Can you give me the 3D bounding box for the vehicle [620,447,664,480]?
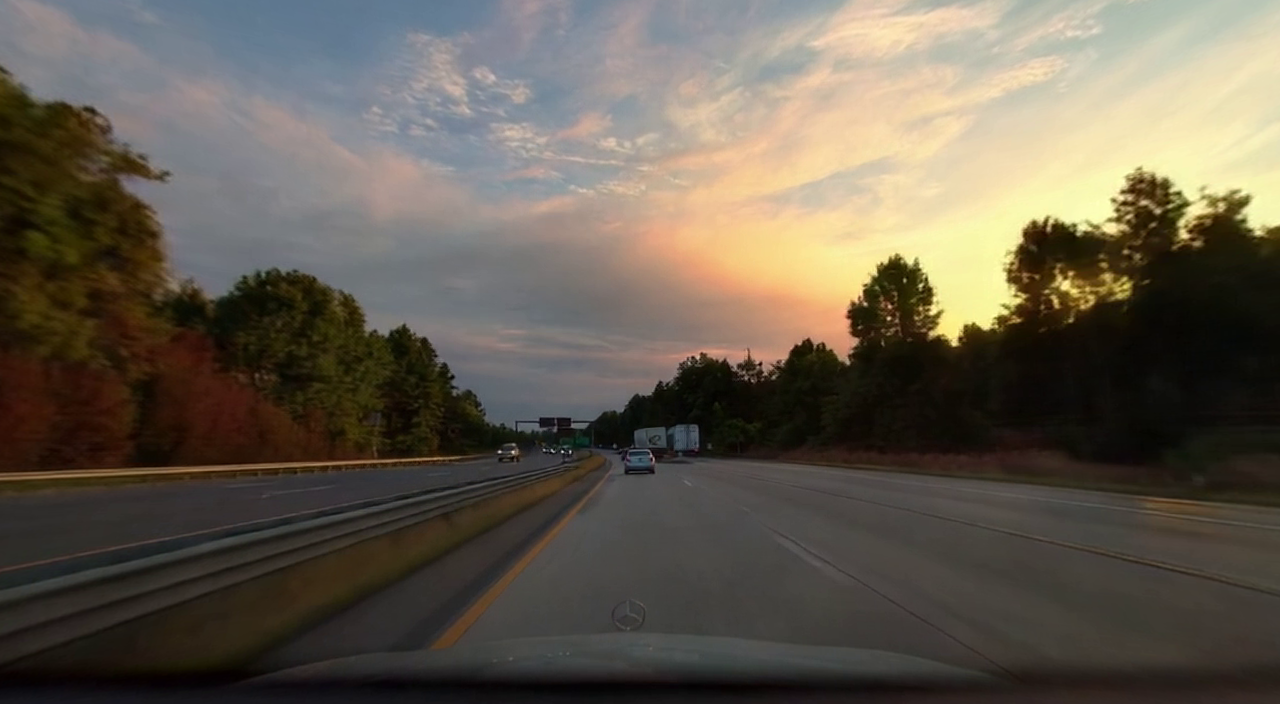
[{"bbox_3d":[0.076,5.481,31.338,2.069,1.523,4.012,0,-9,0],"label":"vehicle"}]
